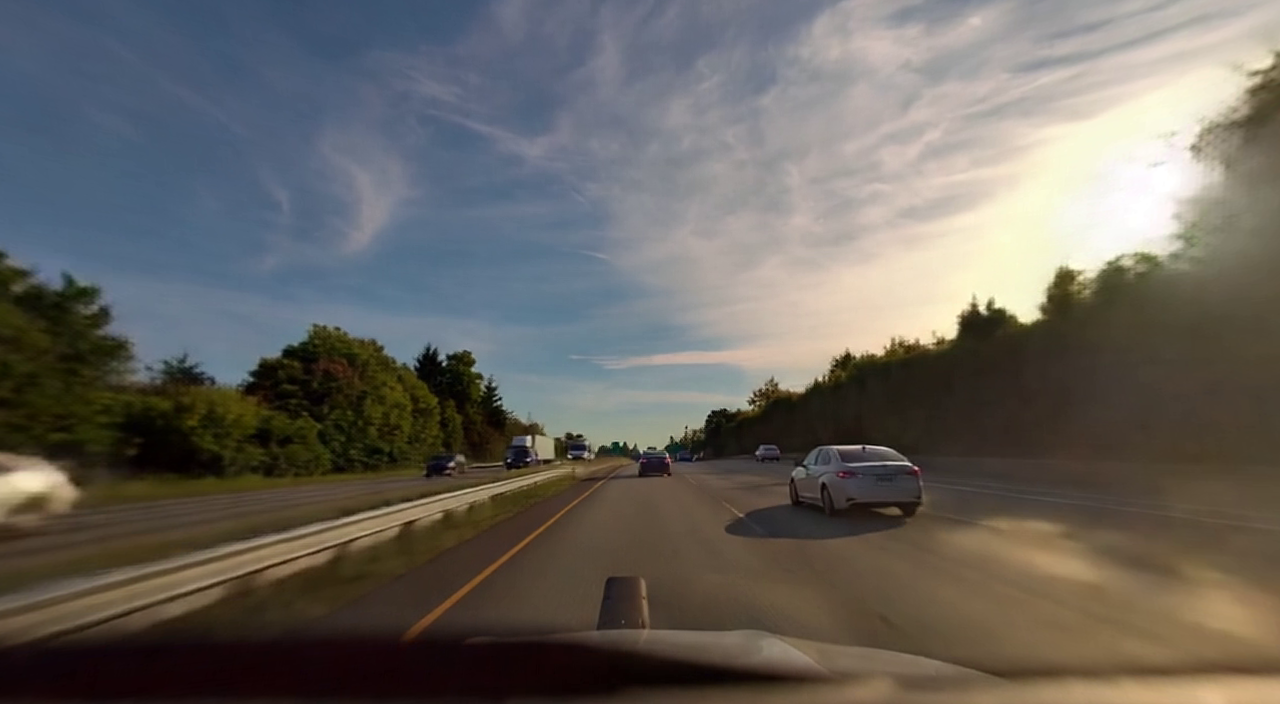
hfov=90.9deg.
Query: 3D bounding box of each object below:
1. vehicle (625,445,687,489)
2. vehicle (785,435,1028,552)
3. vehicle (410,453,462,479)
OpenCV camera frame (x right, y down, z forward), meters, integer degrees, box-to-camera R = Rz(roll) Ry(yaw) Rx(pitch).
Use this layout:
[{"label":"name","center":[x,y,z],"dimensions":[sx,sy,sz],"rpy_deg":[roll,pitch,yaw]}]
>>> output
[{"label":"vehicle","center":[0.571,4.366,24.309],"dimensions":[2.177,1.520,4.278],"rpy_deg":[0,-9,1]},{"label":"vehicle","center":[3.939,2.165,10.311],"dimensions":[2.029,1.475,4.279],"rpy_deg":[0,-9,-1]},{"label":"vehicle","center":[-14.061,7.843,43.665],"dimensions":[2.095,1.670,4.187],"rpy_deg":[-1,-9,2]}]
